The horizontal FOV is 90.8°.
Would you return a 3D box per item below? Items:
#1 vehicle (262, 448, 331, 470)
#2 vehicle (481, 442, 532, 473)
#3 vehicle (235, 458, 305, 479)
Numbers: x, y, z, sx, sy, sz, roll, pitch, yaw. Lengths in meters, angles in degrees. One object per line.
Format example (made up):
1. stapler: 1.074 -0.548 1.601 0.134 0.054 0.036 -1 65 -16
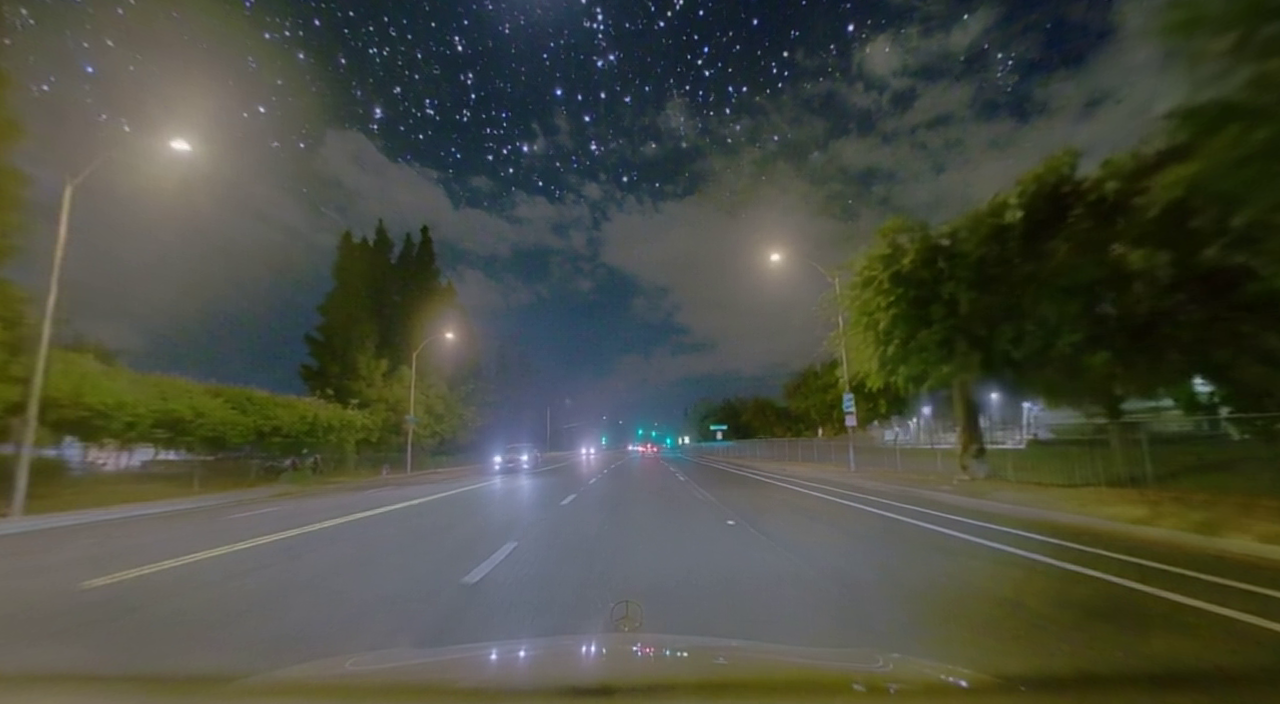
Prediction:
1. vehicle: -26.470 8.238 48.757 4.140 1.635 2.059 0 -8 -1
2. vehicle: -7.704 6.146 36.940 1.979 1.684 4.289 -1 -8 1
3. vehicle: -26.900 8.478 45.943 3.977 1.453 1.768 0 -9 3
